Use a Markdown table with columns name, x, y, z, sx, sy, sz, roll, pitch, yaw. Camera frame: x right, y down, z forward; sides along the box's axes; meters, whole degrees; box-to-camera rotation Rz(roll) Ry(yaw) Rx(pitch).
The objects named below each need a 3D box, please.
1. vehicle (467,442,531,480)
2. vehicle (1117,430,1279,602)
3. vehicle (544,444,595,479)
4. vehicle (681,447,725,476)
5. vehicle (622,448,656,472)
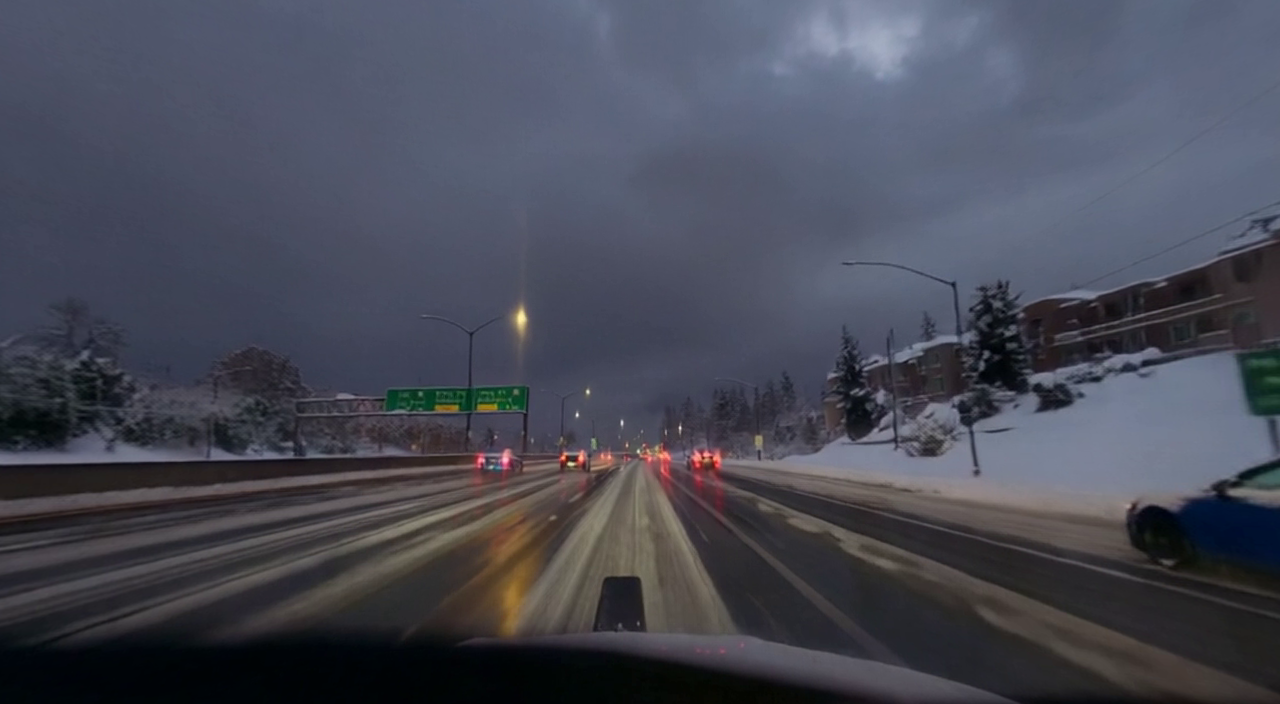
| name | x | y | z | sx | sy | sz | roll | pitch | yaw |
| --- | --- | --- | --- | --- | --- | --- | --- | --- | --- |
| vehicle | -6.906 | 5.346 | 31.291 | 2.112 | 1.721 | 4.381 | 0 | -9 | 1 |
| vehicle | 6.938 | 1.479 | 5.512 | 1.981 | 1.587 | 4.519 | 0 | -9 | 0 |
| vehicle | -3.578 | 5.616 | 32.689 | 2.091 | 1.664 | 4.157 | 0 | -9 | 1 |
| vehicle | 3.625 | 6.380 | 36.939 | 2.077 | 1.527 | 4.553 | 0 | -9 | -1 |
| vehicle | -0.069 | 7.270 | 42.627 | 2.166 | 1.496 | 4.158 | 0 | -9 | 0 |
